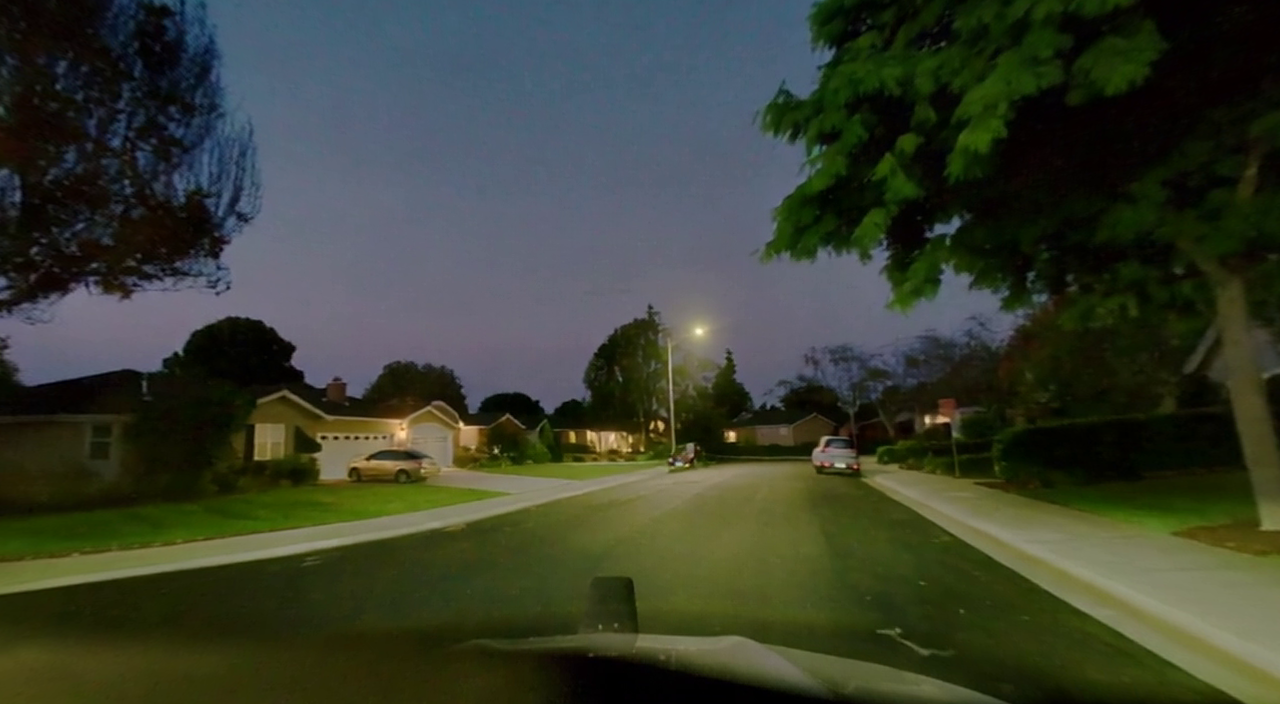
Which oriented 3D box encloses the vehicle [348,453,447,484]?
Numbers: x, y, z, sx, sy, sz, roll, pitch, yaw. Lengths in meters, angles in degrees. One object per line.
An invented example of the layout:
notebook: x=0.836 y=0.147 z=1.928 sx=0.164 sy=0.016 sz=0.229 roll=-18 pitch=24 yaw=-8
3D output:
vehicle: x=-12.334 y=5.906 z=32.196 sx=4.404 sy=1.495 sz=1.844 roll=-2 pitch=-9 yaw=15

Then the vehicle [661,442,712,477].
vehicle: x=2.977 y=6.676 z=39.546 sx=2.208 sy=1.834 sz=4.675 roll=-8 pitch=-10 yaw=13

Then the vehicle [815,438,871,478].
vehicle: x=8.874 y=4.625 z=27.919 sx=2.005 sy=1.553 sz=3.984 roll=0 pitch=-8 yaw=13
